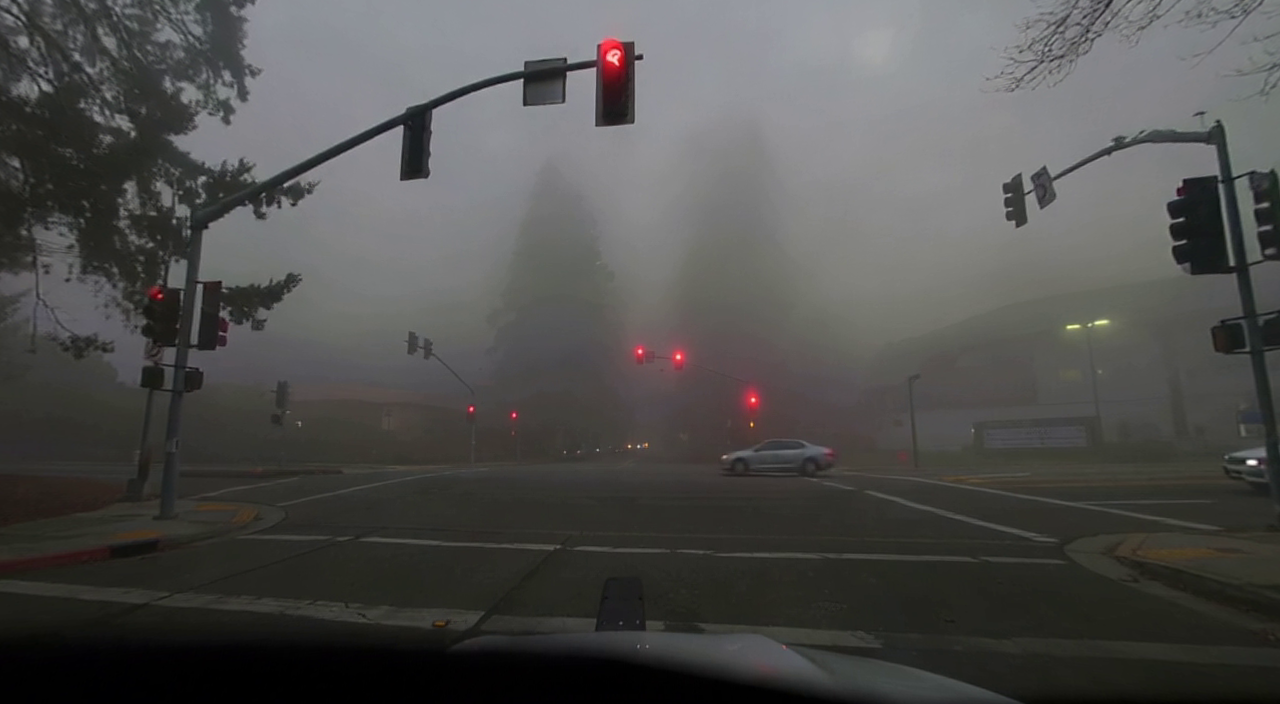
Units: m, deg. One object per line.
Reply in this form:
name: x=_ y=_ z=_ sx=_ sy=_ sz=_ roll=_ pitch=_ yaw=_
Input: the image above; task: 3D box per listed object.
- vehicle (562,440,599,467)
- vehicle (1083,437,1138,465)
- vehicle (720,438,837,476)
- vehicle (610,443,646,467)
vehicle: x=-4.113 y=7.103 z=44.251 sx=2.251 sy=1.756 sz=4.610 roll=0 pitch=-9 yaw=-2
vehicle: x=26.972 y=5.652 z=36.141 sx=2.092 sy=1.474 sz=4.046 roll=-8 pitch=-11 yaw=40
vehicle: x=5.766 y=4.380 z=26.375 sx=4.588 sy=1.484 sz=2.000 roll=-3 pitch=-9 yaw=14
vehicle: x=-0.862 y=6.856 z=42.143 sx=2.056 sy=1.492 sz=3.937 roll=1 pitch=-9 yaw=-6
